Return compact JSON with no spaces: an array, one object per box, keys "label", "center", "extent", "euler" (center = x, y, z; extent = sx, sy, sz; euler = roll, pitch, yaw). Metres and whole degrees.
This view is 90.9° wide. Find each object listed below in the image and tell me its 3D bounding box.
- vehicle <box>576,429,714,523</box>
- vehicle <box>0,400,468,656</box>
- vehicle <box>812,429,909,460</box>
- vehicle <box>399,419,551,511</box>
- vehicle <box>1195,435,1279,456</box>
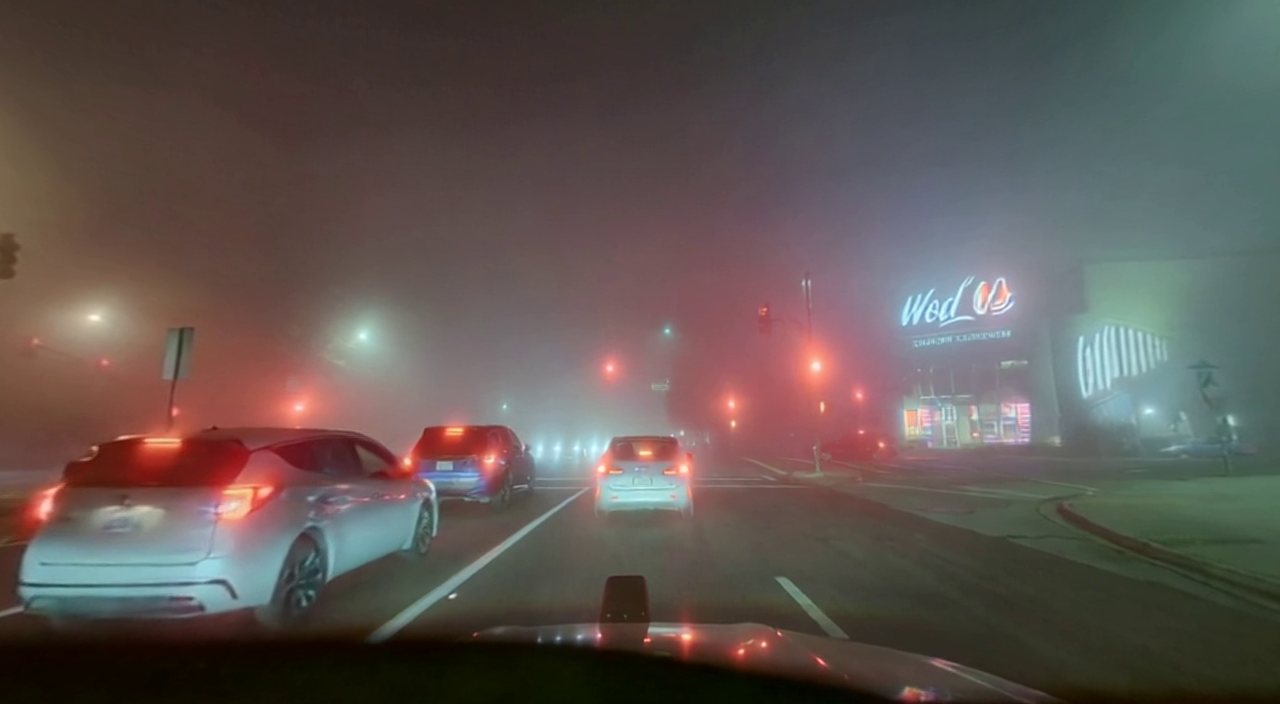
[{"label":"vehicle","center":[0.169,2.316,12.392],"extent":[2.258,1.507,3.896],"euler":[-1,-8,3]},{"label":"vehicle","center":[-3.310,1.378,6.032],"extent":[2.029,1.517,4.375],"euler":[0,-8,1]},{"label":"vehicle","center":[13.059,5.489,37.560],"extent":[5.032,1.762,1.982],"euler":[0,-8,0]},{"label":"vehicle","center":[-3.386,2.417,13.893],"extent":[2.009,1.704,4.230],"euler":[-1,-8,3]},{"label":"vehicle","center":[43.660,6.814,45.983],"extent":[4.582,1.442,1.860],"euler":[0,-8,-2]}]
